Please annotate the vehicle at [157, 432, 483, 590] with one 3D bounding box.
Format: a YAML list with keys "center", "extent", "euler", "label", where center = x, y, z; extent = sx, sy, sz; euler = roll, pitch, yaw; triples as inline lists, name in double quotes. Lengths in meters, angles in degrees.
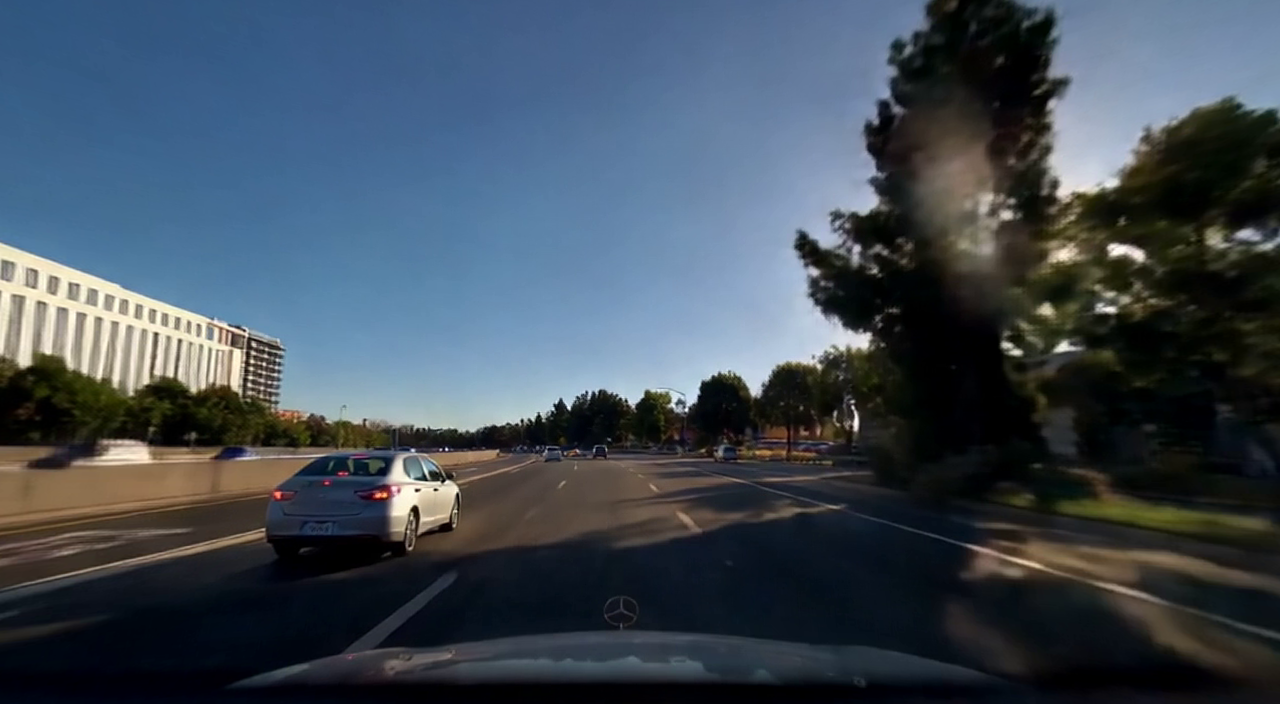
- center: [-3.591, 1.837, 8.257]
  extent: [2.018, 1.476, 4.364]
  euler: [0, -8, -1]
  label: "vehicle"

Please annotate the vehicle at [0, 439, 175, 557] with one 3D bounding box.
- center: [-9.413, 1.997, 8.872]
  extent: [2.231, 1.520, 4.722]
  euler: [0, -8, -1]
  label: "vehicle"
